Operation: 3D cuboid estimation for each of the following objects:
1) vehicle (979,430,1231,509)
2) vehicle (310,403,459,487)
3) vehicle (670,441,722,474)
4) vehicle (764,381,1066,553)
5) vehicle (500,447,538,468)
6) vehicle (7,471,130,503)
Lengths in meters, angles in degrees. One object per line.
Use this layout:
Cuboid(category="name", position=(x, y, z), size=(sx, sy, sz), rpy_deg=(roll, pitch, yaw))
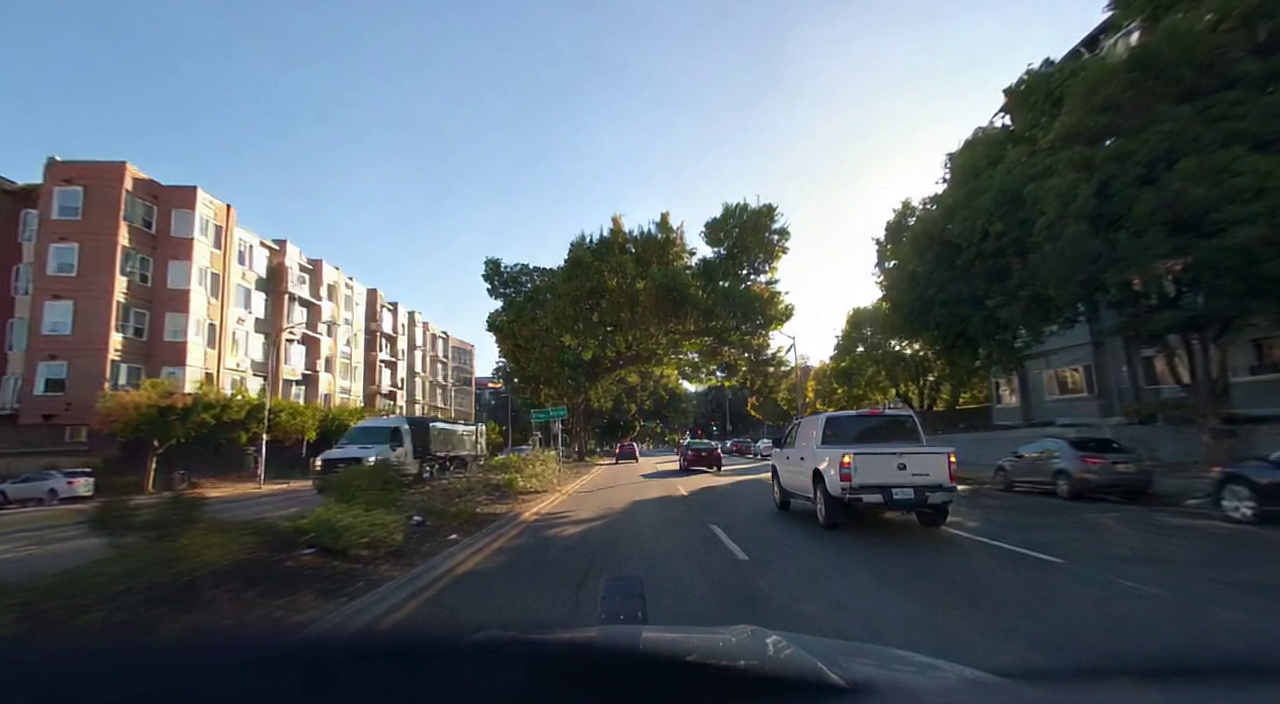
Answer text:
Cuboid(category="vehicle", position=(10.072, 2.578, 14.360), size=(2.007, 1.464, 4.917), rpy_deg=(0, -9, 0))
Cuboid(category="vehicle", position=(-12.224, 4.695, 31.874), size=(3.059, 3.478, 10.986), rpy_deg=(0, -9, -1))
Cuboid(category="vehicle", position=(2.625, 5.090, 30.747), size=(2.003, 1.480, 4.494), rpy_deg=(0, -9, -1))
Cuboid(category="vehicle", position=(3.801, 1.782, 10.387), size=(2.427, 2.017, 5.763), rpy_deg=(0, -9, 1))
Cuboid(category="vehicle", position=(-8.875, 7.776, 46.698), size=(1.949, 1.503, 4.388), rpy_deg=(0, -9, -1))
Cuboid(category="vehicle", position=(-32.653, 7.688, 36.332), size=(1.747, 1.503, 5.018), rpy_deg=(-2, -9, 13))
